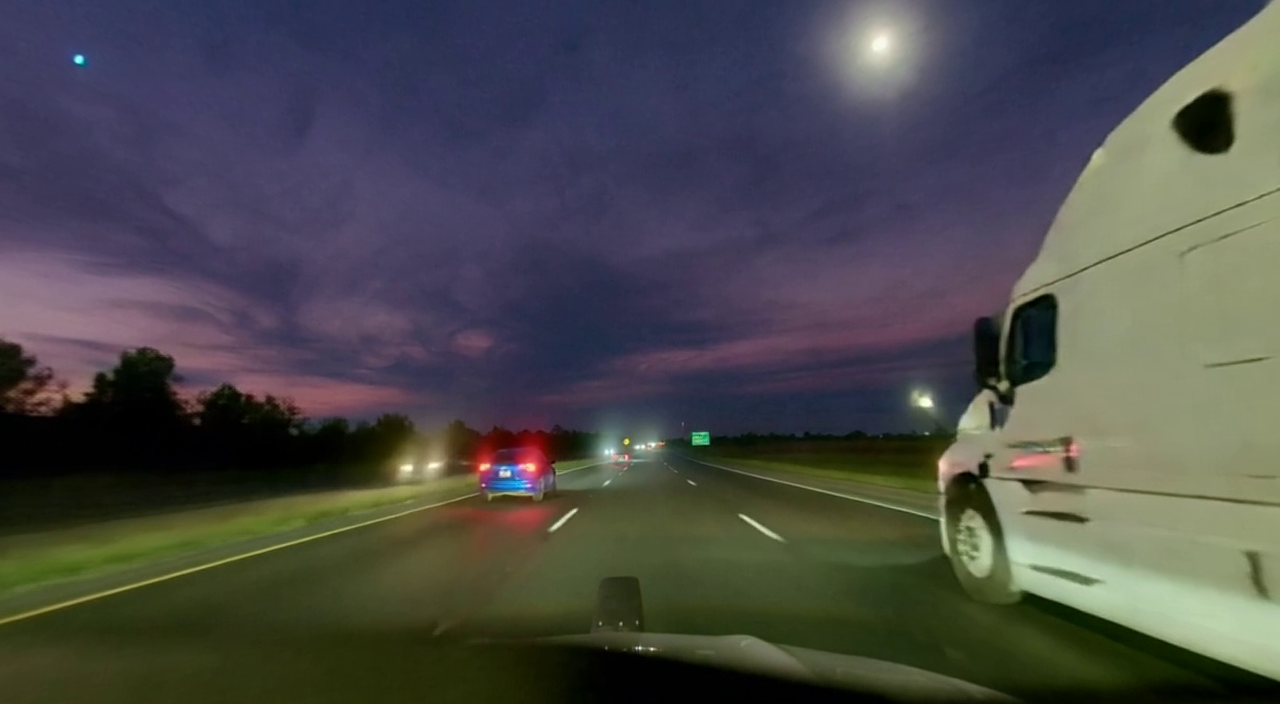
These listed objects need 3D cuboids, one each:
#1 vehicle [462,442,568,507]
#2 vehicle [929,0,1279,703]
[{"bbox_3d":[-3.250,3.268,17.343,1.945,1.537,4.294,0,-9,1],"label":"vehicle"},{"bbox_3d":[4.428,-0.084,3.129,3.042,3.890,5.873,0,-9,0],"label":"vehicle"}]
